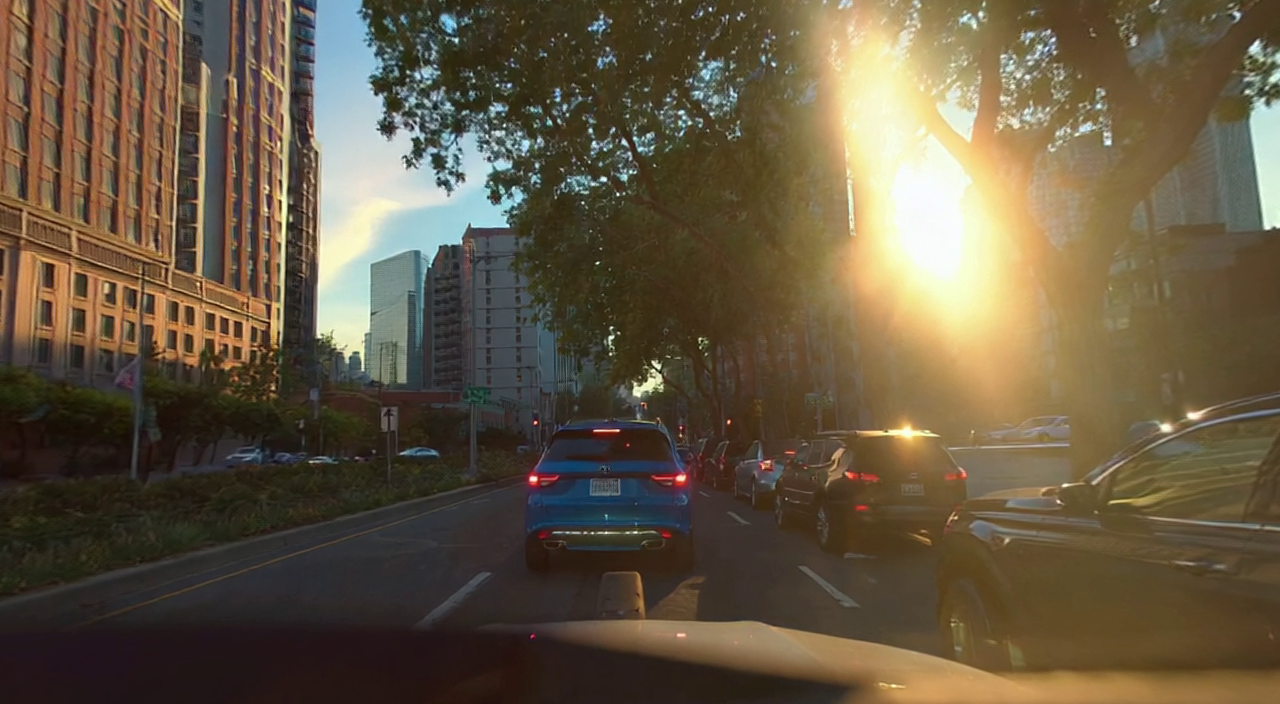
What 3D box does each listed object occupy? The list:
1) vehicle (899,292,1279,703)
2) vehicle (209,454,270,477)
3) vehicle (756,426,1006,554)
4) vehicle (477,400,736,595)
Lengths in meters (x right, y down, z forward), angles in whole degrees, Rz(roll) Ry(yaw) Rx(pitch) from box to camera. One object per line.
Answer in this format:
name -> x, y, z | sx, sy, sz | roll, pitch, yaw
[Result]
vehicle -> 2.994, 0.749, 2.258 | 2.063, 1.760, 4.664 | 0, -9, -1
vehicle -> -27.917, 7.891, 44.237 | 1.967, 1.428, 4.832 | 1, -9, -12
vehicle -> 3.281, 1.983, 9.826 | 1.941, 1.482, 4.632 | 0, -9, -2
vehicle -> -0.342, 1.578, 7.639 | 2.249, 1.684, 4.084 | 0, -9, -2
